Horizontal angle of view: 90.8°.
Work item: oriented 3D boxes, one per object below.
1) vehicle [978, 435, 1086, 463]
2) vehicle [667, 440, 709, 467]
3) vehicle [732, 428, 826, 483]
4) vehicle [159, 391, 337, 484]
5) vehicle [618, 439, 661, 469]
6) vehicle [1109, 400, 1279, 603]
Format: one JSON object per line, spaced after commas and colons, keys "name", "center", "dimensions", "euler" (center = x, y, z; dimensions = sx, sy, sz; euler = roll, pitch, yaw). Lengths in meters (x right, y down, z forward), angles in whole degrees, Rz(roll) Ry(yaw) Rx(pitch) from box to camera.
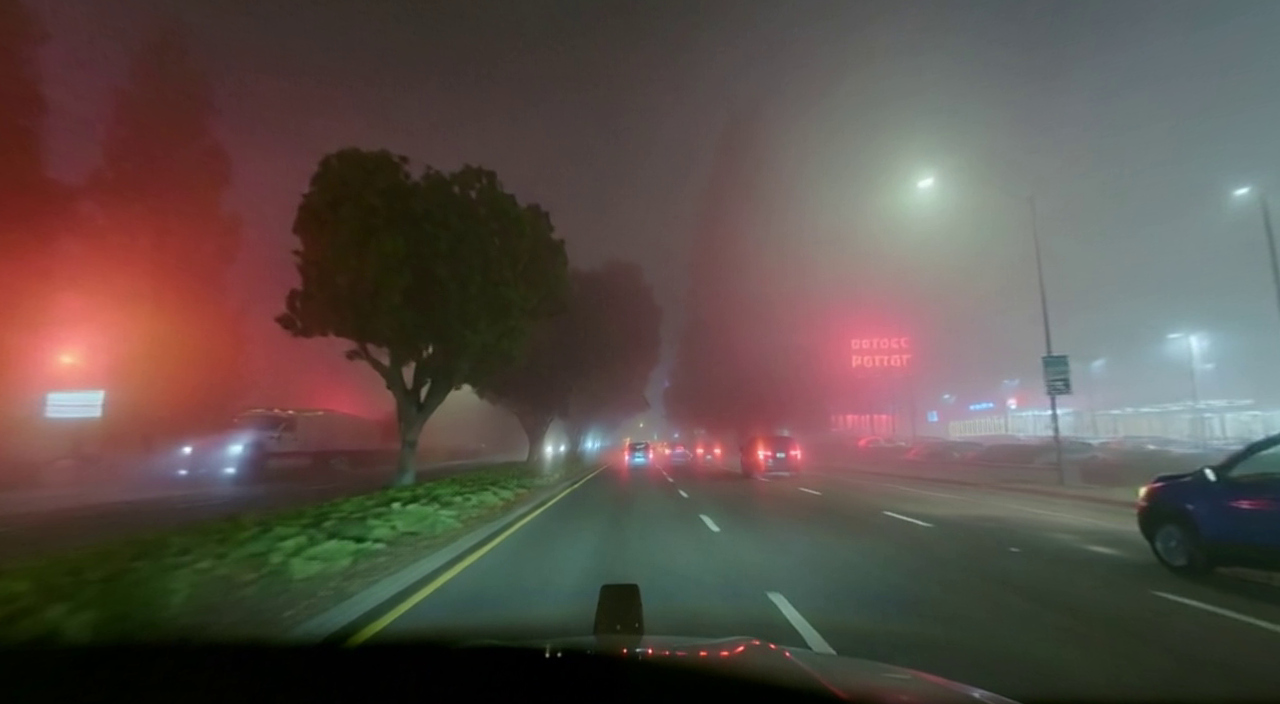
{"name": "vehicle", "center": [20.179, 4.996, 32.640], "dimensions": [4.342, 1.388, 1.946], "euler": [0, -8, -2]}
{"name": "vehicle", "center": [2.641, 5.659, 35.382], "dimensions": [1.970, 1.402, 3.756], "euler": [0, -8, -1]}
{"name": "vehicle", "center": [4.953, 3.760, 23.328], "dimensions": [2.140, 1.811, 4.593], "euler": [1, -8, -4]}
{"name": "vehicle", "center": [-19.210, 4.345, 31.967], "dimensions": [2.999, 4.017, 8.806], "euler": [0, -8, 2]}
{"name": "vehicle", "center": [-0.042, 5.250, 32.682], "dimensions": [2.056, 1.440, 3.798], "euler": [0, -8, -1]}
{"name": "vehicle", "center": [6.222, 1.177, 4.828], "dimensions": [1.949, 1.647, 4.261], "euler": [0, -8, 0]}
